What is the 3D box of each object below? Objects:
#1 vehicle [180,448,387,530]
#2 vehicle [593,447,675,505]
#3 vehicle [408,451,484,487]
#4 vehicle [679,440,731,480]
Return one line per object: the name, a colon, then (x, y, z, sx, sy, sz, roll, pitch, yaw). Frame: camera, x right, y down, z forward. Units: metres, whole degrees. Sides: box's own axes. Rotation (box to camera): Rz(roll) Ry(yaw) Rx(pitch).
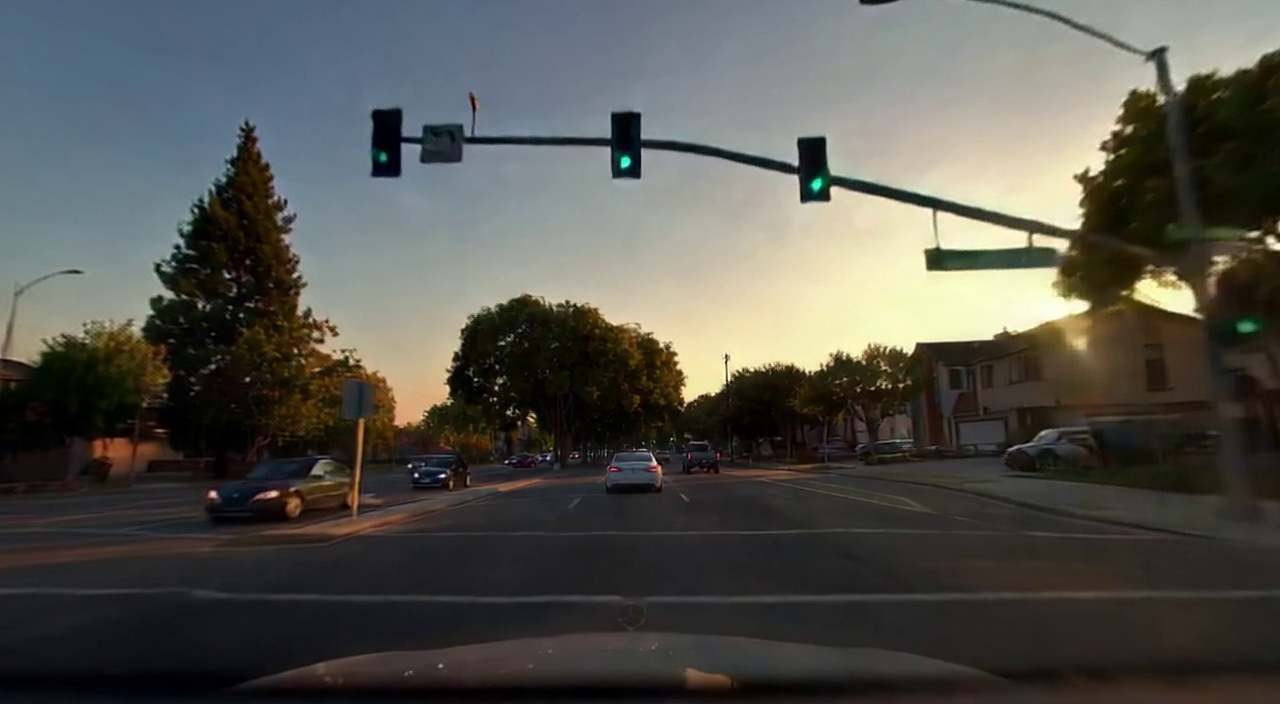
vehicle: (-8.239, 3.165, 15.277, 2.121, 1.513, 4.832, -2, -8, 2)
vehicle: (-0.165, 3.531, 18.489, 2.140, 1.474, 4.026, 0, -8, 0)
vehicle: (-8.753, 5.286, 28.849, 2.035, 1.463, 4.527, 0, -8, 0)
vehicle: (3.107, 5.292, 31.185, 2.073, 1.822, 4.276, 0, -8, -1)
